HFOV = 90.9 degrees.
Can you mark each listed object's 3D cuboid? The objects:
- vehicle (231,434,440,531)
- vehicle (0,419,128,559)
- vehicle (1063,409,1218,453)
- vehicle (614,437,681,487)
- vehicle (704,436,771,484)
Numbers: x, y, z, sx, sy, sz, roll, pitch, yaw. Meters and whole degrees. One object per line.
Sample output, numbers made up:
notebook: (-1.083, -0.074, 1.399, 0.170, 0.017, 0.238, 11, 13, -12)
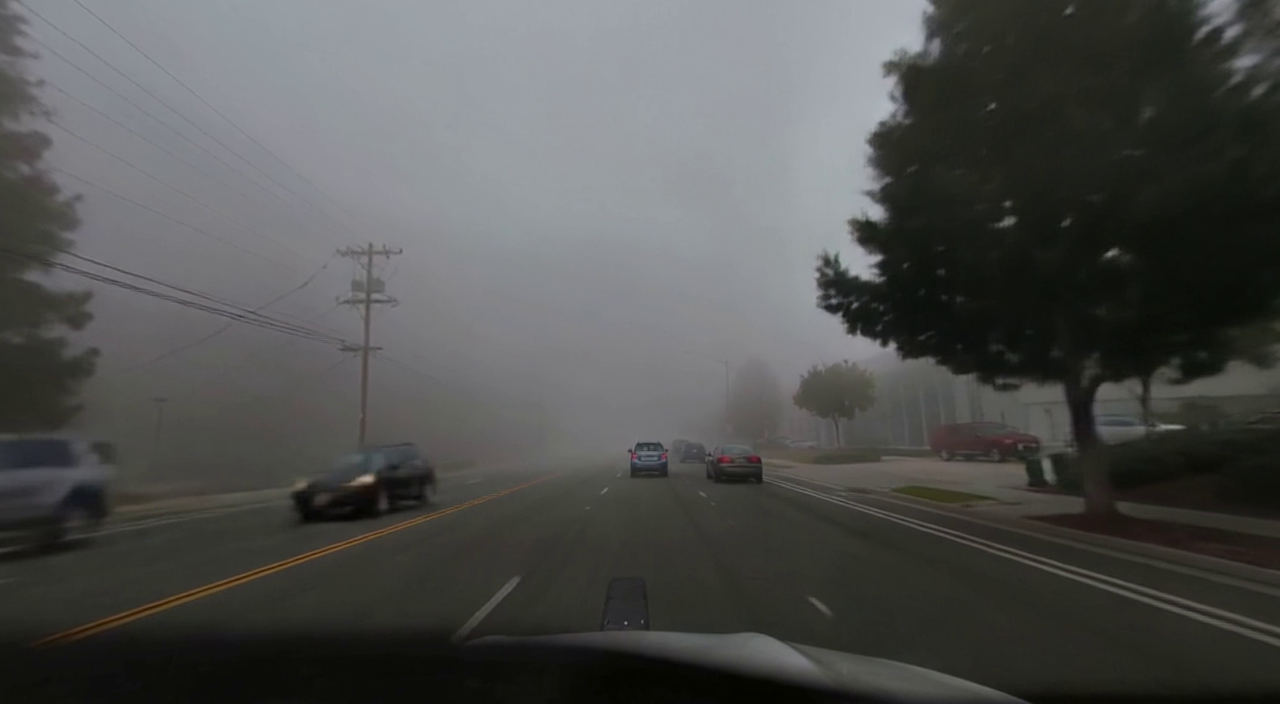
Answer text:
vehicle: (-6.150, 2.663, 13.539, 2.187, 1.711, 4.505, 0, -8, 1)
vehicle: (-9.539, 1.804, 7.924, 2.109, 1.826, 4.704, -4, -9, 3)
vehicle: (20.750, 3.392, 26.433, 1.943, 1.617, 4.713, 3, -10, -17)
vehicle: (0.282, 3.955, 22.967, 2.200, 1.653, 4.127, 0, -8, 1)
vehicle: (3.691, 4.149, 24.565, 1.914, 1.698, 4.049, 0, -8, 0)
